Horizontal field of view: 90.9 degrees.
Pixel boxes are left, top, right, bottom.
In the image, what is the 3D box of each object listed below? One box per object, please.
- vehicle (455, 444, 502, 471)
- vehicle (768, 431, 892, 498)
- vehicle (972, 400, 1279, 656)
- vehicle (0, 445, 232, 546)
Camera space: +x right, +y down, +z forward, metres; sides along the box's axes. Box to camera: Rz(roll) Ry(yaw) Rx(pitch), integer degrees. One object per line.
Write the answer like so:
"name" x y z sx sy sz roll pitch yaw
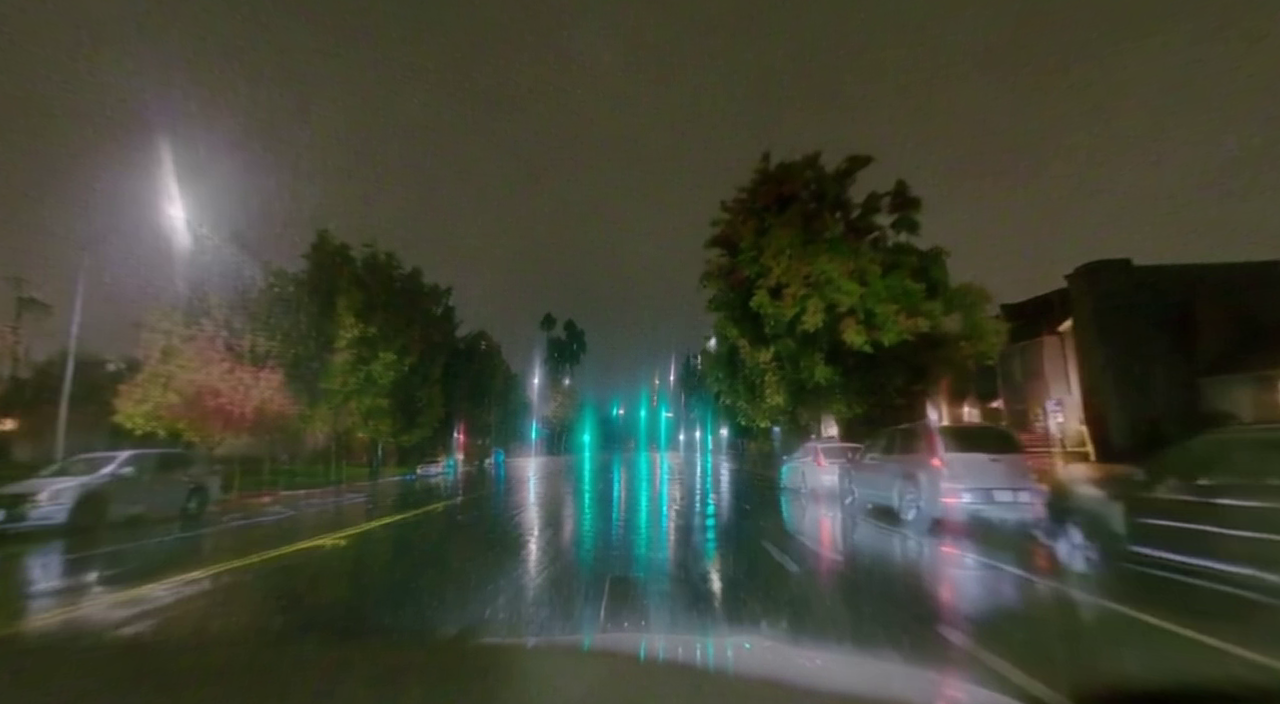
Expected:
"vehicle" -11.196 7.339 44.105 2.023 1.629 4.822 -2 -8 0
"vehicle" 5.328 3.216 18.477 2.104 1.687 4.636 0 -8 -1
"vehicle" 4.998 1.264 5.023 1.885 1.603 5.235 0 -9 1
"vehicle" -11.667 2.992 13.897 2.054 1.704 4.710 -3 -8 3
